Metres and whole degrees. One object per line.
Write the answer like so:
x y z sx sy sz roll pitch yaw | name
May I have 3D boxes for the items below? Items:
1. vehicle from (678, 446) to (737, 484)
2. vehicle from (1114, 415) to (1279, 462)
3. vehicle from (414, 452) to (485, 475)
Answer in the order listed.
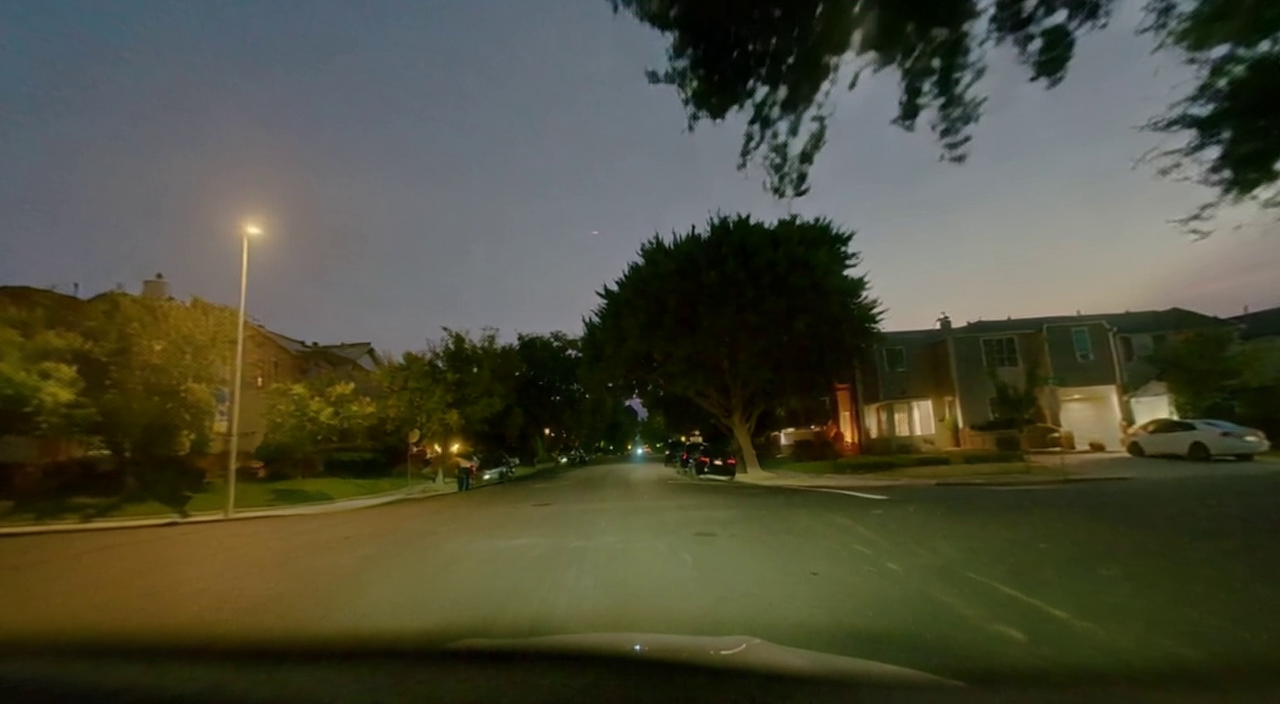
2.815 4.809 27.290 1.881 1.487 4.183 0 -9 -3 | vehicle
19.371 3.089 22.278 1.839 1.466 4.486 0 -9 0 | vehicle
-13.466 7.878 44.924 4.423 1.522 1.961 0 -9 -1 | vehicle
